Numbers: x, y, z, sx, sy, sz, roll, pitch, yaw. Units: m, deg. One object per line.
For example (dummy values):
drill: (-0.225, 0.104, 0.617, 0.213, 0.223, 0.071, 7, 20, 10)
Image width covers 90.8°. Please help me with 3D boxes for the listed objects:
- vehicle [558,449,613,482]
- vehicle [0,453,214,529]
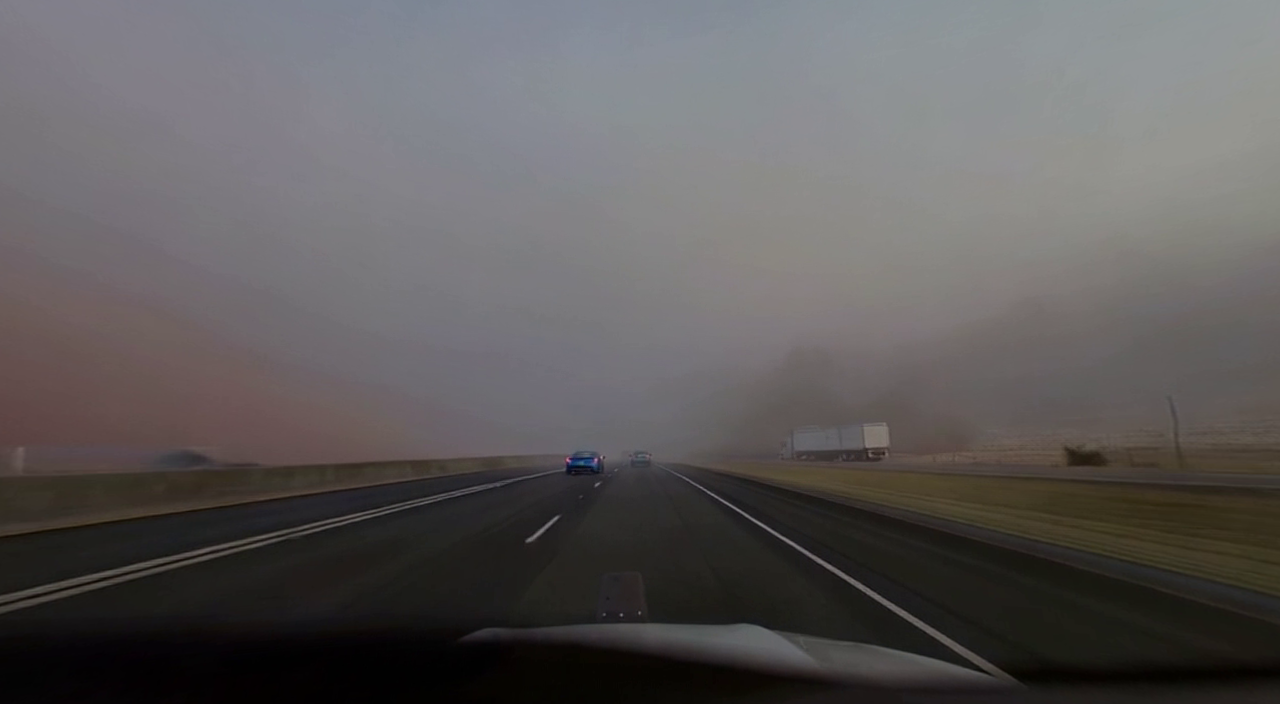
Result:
vehicle: (-2.585, 5.543, 31.130, 2.170, 1.451, 4.584, 0, -9, 2)
vehicle: (-12.400, 3.184, 15.019, 1.783, 1.520, 3.915, 0, -9, -1)
